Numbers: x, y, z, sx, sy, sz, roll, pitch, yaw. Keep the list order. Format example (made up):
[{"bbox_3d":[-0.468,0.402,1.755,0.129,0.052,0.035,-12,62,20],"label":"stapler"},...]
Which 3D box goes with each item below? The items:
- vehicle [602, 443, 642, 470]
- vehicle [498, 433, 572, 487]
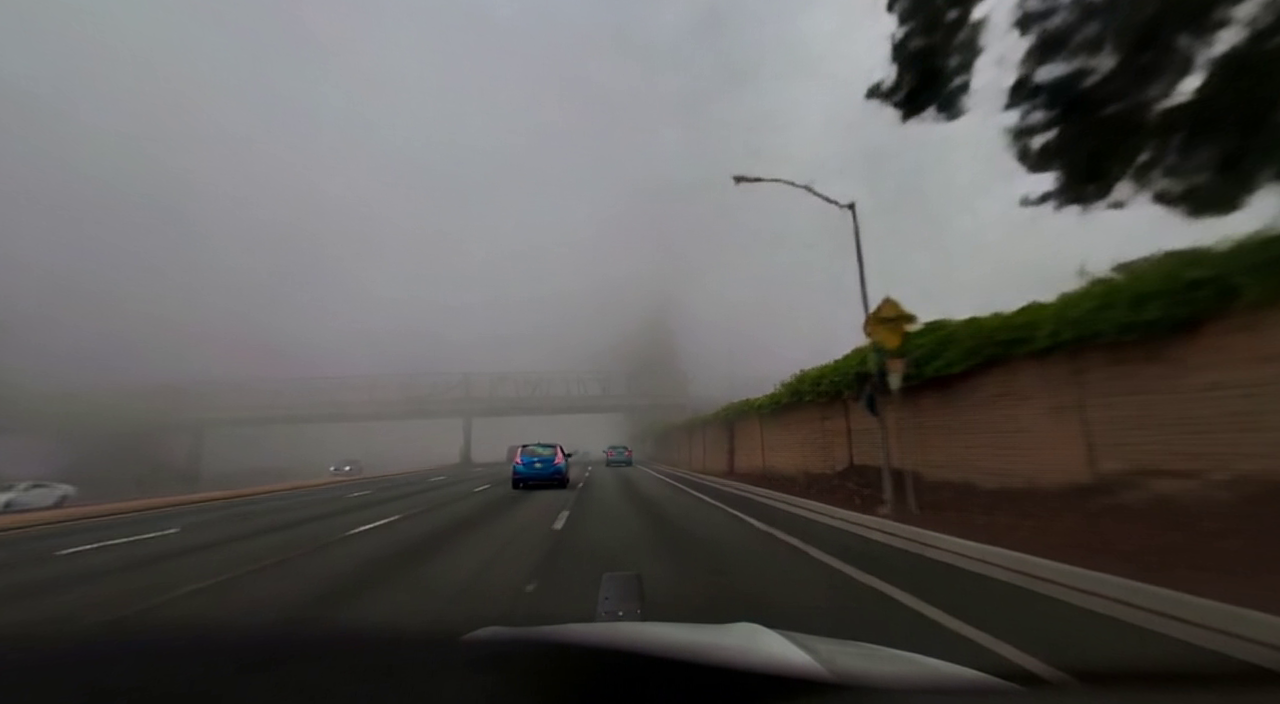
[{"bbox_3d":[-1.146,6.206,37.720,2.205,1.509,4.272,1,-8,-5],"label":"vehicle"},{"bbox_3d":[-3.763,3.969,23.547,2.223,1.771,4.581,0,-8,-3],"label":"vehicle"}]
